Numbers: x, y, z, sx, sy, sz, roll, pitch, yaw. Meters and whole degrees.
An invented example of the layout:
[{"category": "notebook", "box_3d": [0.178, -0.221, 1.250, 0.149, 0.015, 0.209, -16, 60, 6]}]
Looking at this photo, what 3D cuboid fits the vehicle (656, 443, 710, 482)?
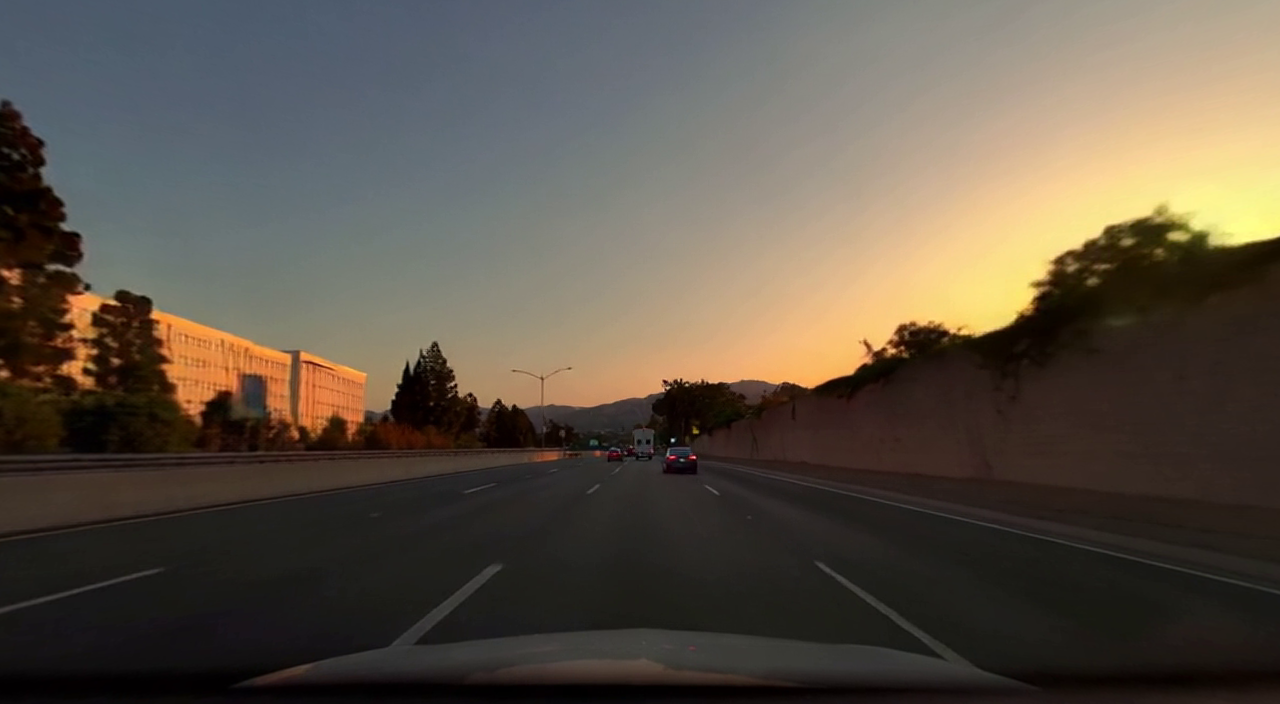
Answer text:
[{"category": "vehicle", "box_3d": [1.815, 4.874, 27.972, 1.973, 1.536, 4.337, 0, -9, -1]}]
